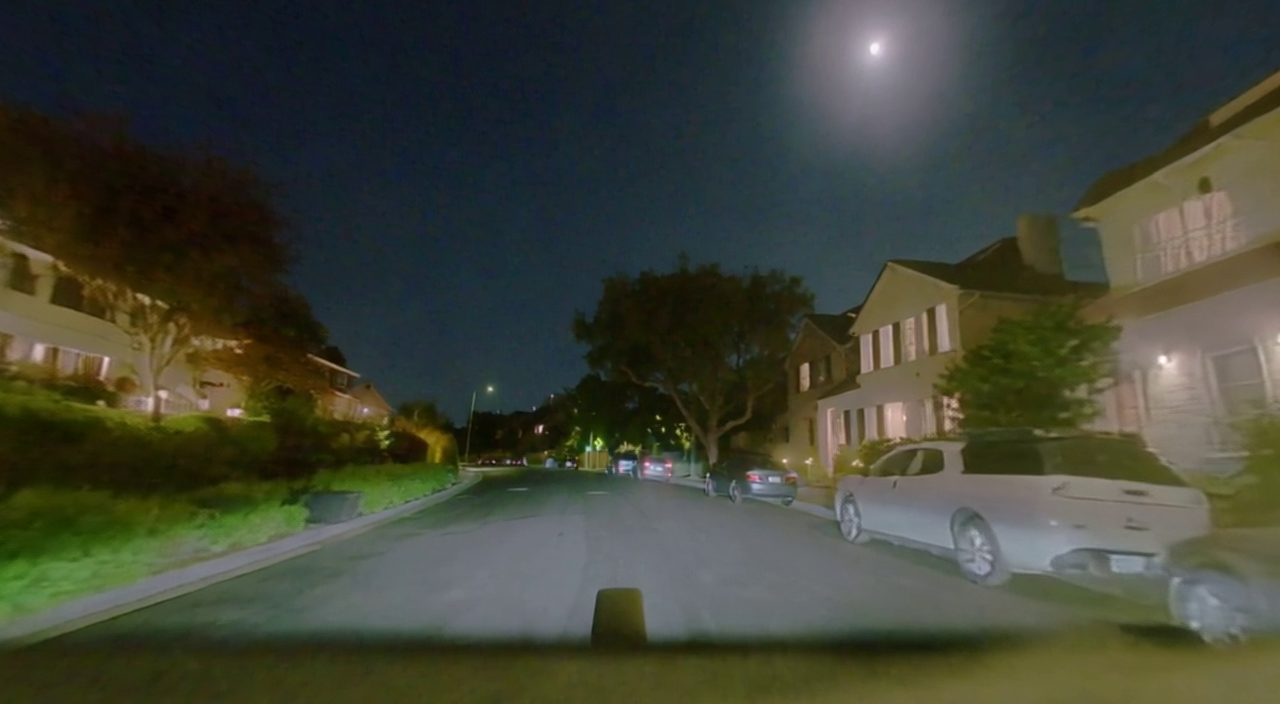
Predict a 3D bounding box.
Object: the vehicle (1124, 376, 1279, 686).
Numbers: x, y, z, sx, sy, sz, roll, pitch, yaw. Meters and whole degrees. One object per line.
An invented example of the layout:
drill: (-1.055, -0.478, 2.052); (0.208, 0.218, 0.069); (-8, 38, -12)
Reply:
vehicle: (5.202, 0.936, 2.624); (2.690, 1.819, 4.532); (2, -9, -2)

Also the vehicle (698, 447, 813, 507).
vehicle: (3.735, 4.131, 21.503); (2.111, 1.771, 4.942); (2, -9, -11)

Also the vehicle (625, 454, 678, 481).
vehicle: (0.664, 7.442, 40.993); (2.193, 1.504, 4.576); (2, -9, -16)

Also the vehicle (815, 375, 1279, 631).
vehicle: (4.874, 1.781, 8.762); (2.788, 2.227, 6.194); (0, -9, -3)
